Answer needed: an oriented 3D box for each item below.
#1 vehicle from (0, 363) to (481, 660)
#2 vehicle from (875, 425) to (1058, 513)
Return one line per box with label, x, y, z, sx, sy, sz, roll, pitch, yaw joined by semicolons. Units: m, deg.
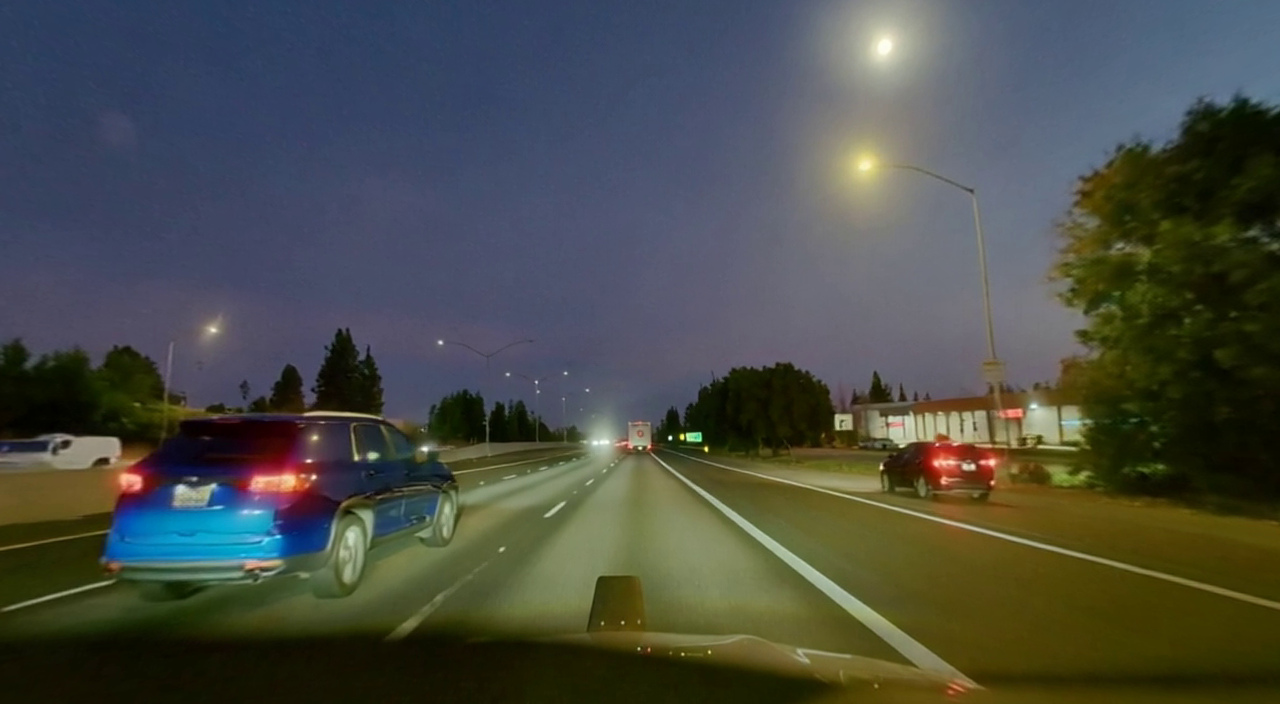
vehicle;-3.351;1.339;6.404;2.178;1.826;4.933;0;-8;0
vehicle;7.093;2.573;14.238;1.958;1.681;4.109;0;-8;1
